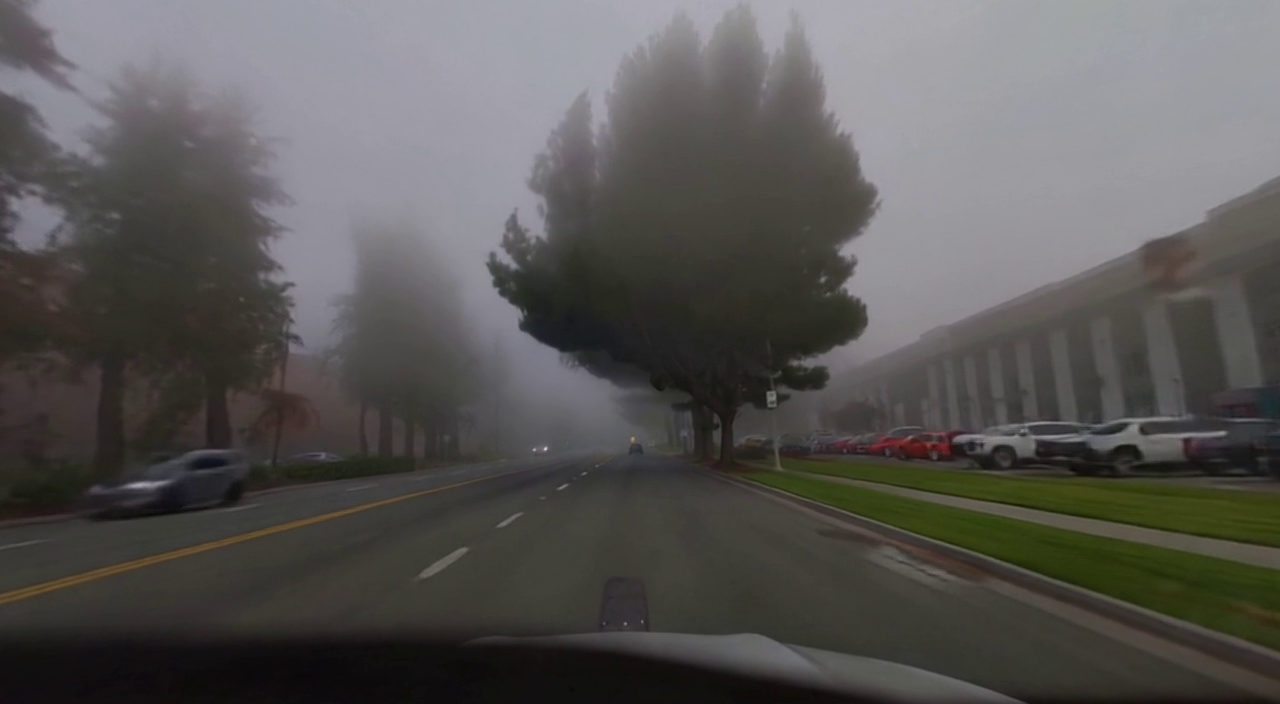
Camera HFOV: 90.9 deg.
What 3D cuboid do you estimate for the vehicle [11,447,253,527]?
[{"bbox_3d":[-11.949,3.147,15.398,2.096,1.509,4.666,-2,-8,-1],"label":"vehicle"}]

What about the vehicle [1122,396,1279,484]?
[{"bbox_3d":[13.748,1.945,13.954,4.482,1.779,2.004,0,-8,-3],"label":"vehicle"}]
